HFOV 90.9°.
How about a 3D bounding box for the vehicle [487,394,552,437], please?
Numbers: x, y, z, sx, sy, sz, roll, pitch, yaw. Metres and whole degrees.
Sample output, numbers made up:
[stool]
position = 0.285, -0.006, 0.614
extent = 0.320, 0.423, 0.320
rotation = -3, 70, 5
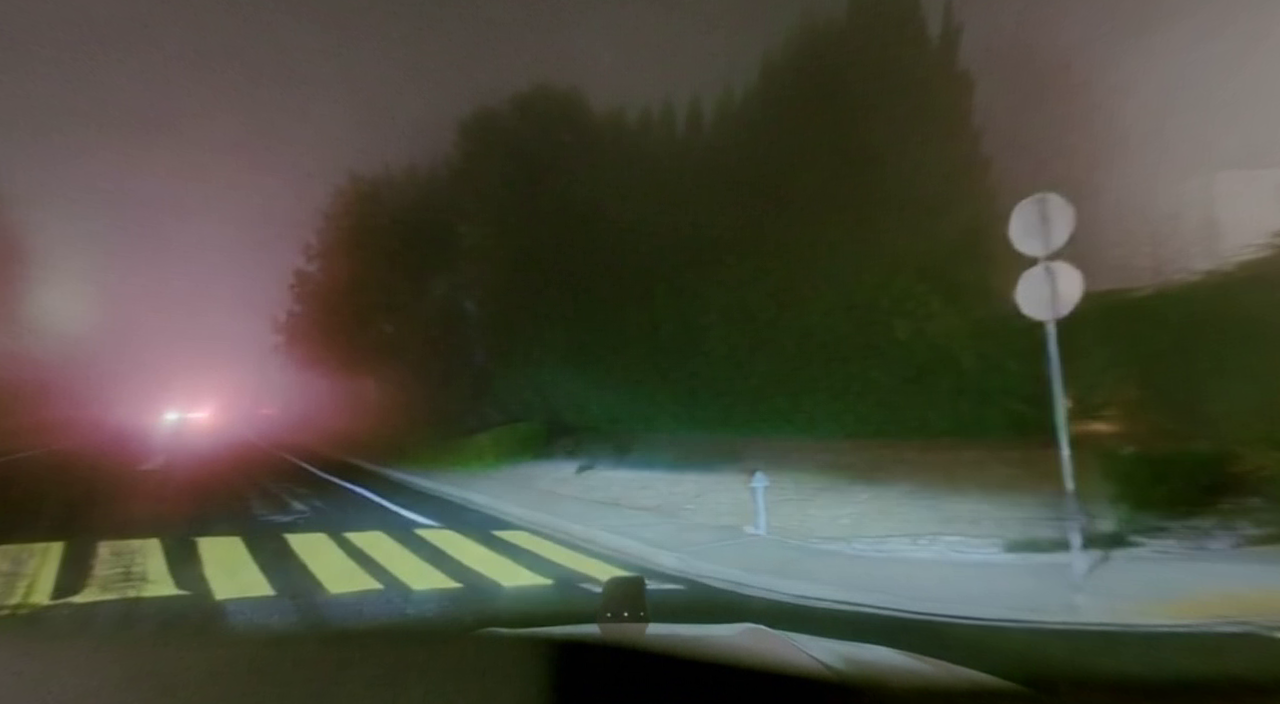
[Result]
[vehicle]
position = -4.830, 2.577, 24.833
extent = 1.860, 1.477, 4.629
rotation = 3, -9, -18
